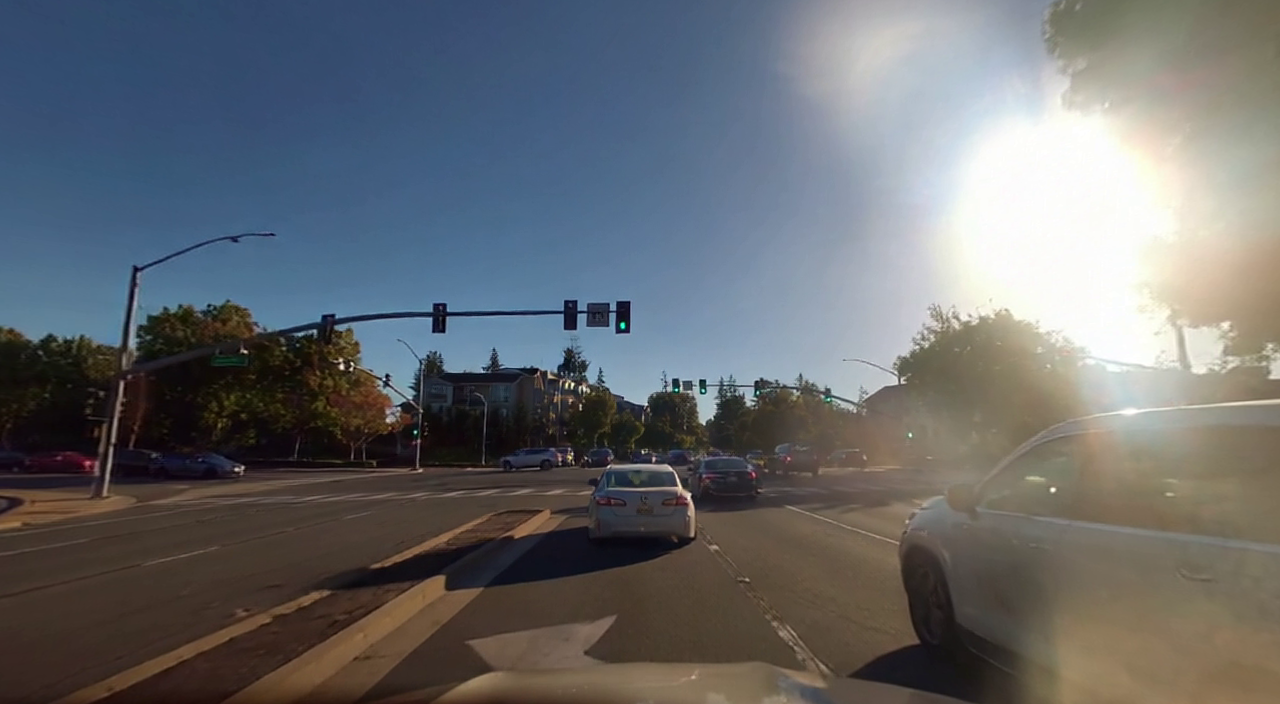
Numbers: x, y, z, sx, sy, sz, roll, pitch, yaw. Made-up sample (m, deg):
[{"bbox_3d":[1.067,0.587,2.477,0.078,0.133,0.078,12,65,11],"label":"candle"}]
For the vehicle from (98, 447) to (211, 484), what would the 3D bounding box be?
[{"bbox_3d":[-27.730,6.473,36.114,4.689,1.734,2.034,3,-8,-1],"label":"vehicle"}]

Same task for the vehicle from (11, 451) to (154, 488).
[{"bbox_3d":[-26.243,5.543,29.800,4.724,1.630,1.968,0,-8,-3],"label":"vehicle"}]

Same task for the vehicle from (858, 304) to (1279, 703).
[{"bbox_3d":[2.818,0.863,2.551,2.115,1.737,4.642,0,-8,-1],"label":"vehicle"}]

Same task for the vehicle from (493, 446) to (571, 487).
[{"bbox_3d":[-5.068,5.227,29.133,2.099,1.705,4.020,5,-10,-32],"label":"vehicle"}]

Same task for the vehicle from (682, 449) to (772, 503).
[{"bbox_3d":[2.601,3.830,20.029,2.009,1.480,4.423,0,-8,-3],"label":"vehicle"}]

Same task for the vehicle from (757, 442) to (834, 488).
[{"bbox_3d":[6.768,4.931,27.967,2.105,1.830,4.610,0,-8,-1],"label":"vehicle"}]
